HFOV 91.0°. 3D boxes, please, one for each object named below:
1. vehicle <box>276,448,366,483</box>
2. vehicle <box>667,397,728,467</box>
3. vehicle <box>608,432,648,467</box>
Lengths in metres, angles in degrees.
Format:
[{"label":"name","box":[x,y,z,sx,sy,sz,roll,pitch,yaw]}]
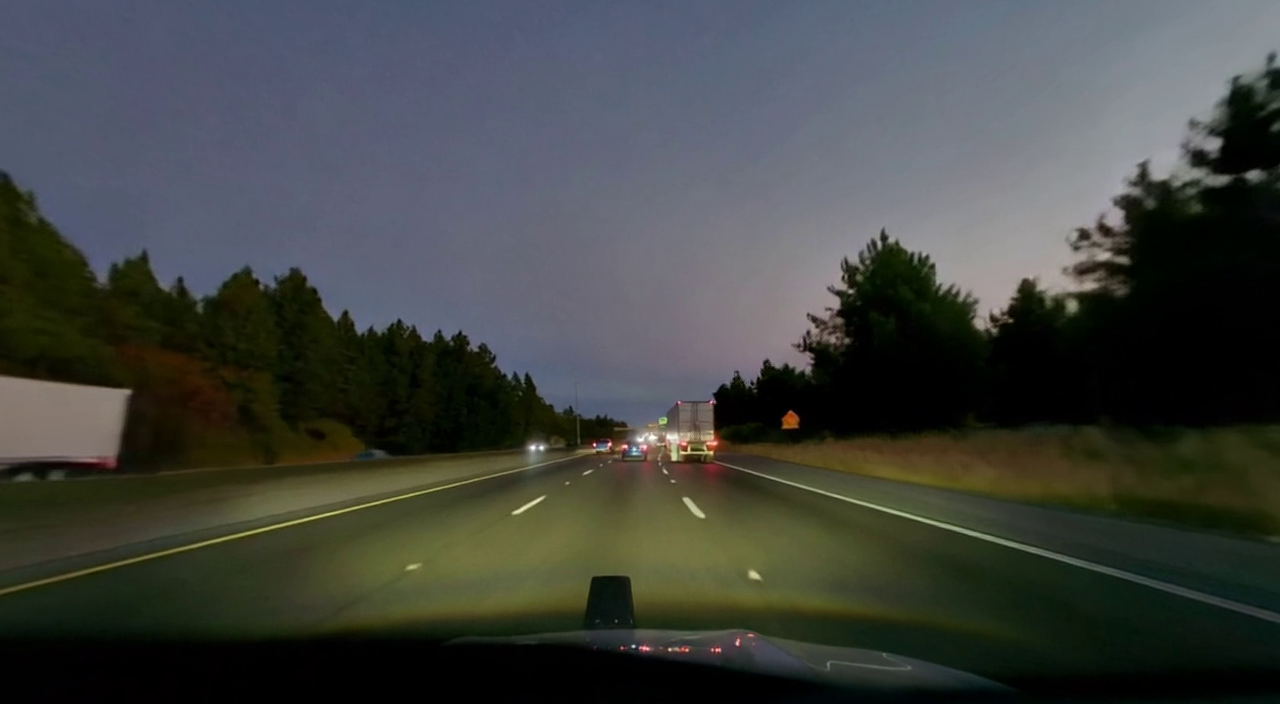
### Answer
[{"label":"vehicle","box":[-15.777,5.594,31.420,2.024,1.541,4.590,-1,-8,1]},{"label":"vehicle","box":[3.713,5.813,44.738,3.005,4.121,14.417,-1,-8,0]},{"label":"vehicle","box":[-0.648,5.814,37.568,2.211,1.933,4.315,-1,-8,1]}]
